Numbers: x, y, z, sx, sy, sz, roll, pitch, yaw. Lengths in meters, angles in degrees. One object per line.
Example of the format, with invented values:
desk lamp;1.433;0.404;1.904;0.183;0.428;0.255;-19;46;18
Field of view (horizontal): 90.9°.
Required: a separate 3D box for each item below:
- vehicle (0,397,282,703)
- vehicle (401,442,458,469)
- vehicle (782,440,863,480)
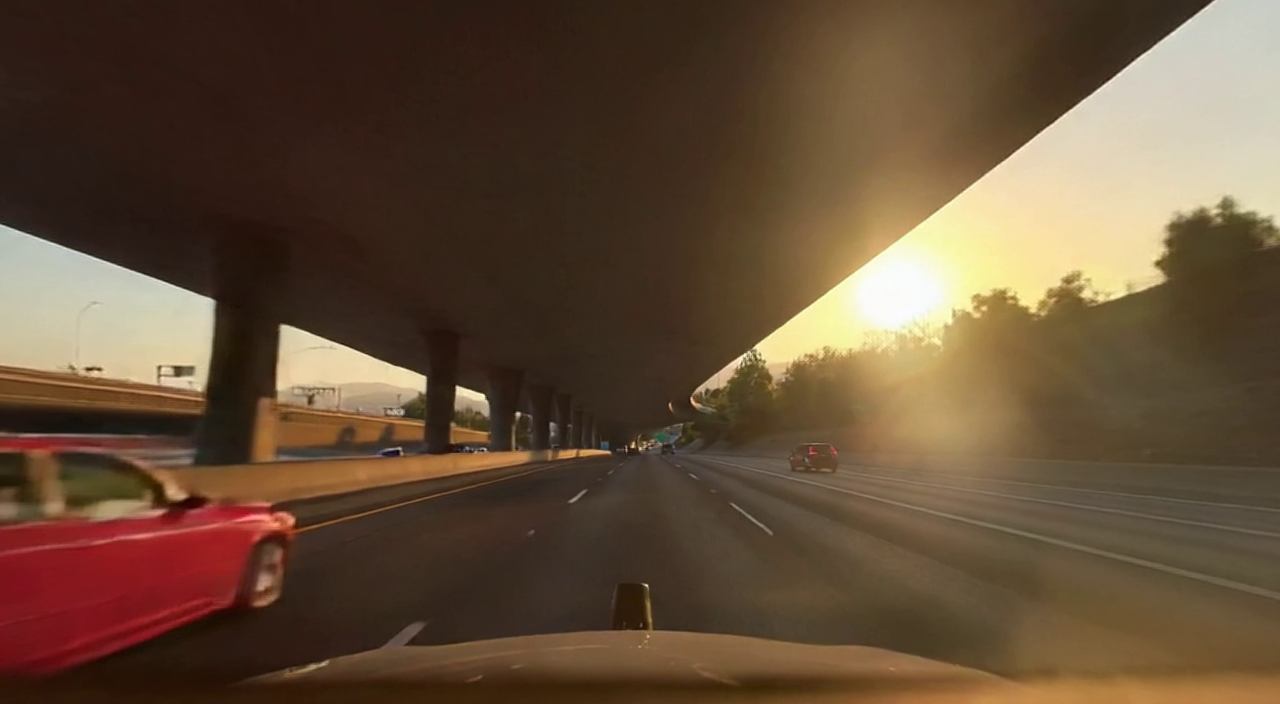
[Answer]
vehicle;-3.799;0.909;2.292;2.085;1.533;4.861;0;-8;1
vehicle;-13.028;6.404;39.276;1.969;1.582;4.223;0;-8;2
vehicle;7.373;4.403;25.977;1.914;1.465;4.574;0;-8;0
